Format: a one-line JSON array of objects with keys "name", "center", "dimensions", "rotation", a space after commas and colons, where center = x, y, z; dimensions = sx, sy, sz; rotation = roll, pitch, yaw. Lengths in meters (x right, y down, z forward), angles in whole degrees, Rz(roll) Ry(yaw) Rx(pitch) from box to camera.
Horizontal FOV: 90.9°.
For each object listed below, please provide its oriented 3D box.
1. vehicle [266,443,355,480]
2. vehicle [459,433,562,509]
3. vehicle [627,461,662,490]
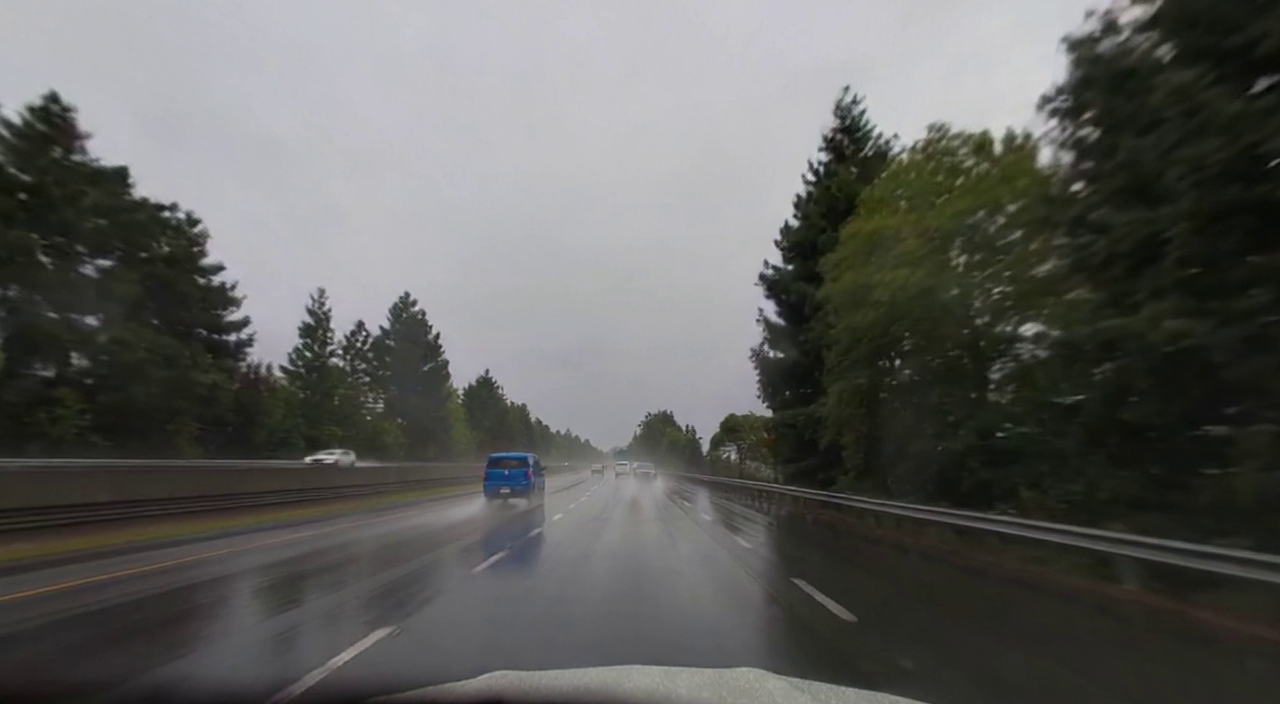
[{"name": "vehicle", "center": [-16.916, 5.712, 32.669], "dimensions": [1.994, 1.716, 4.821], "rotation": [1, -10, 0]}, {"name": "vehicle", "center": [-4.000, 3.835, 20.394], "dimensions": [2.237, 2.113, 4.815], "rotation": [1, -10, 0]}, {"name": "vehicle", "center": [0.216, 7.189, 36.707], "dimensions": [1.905, 1.559, 3.491], "rotation": [1, -10, -2]}]
